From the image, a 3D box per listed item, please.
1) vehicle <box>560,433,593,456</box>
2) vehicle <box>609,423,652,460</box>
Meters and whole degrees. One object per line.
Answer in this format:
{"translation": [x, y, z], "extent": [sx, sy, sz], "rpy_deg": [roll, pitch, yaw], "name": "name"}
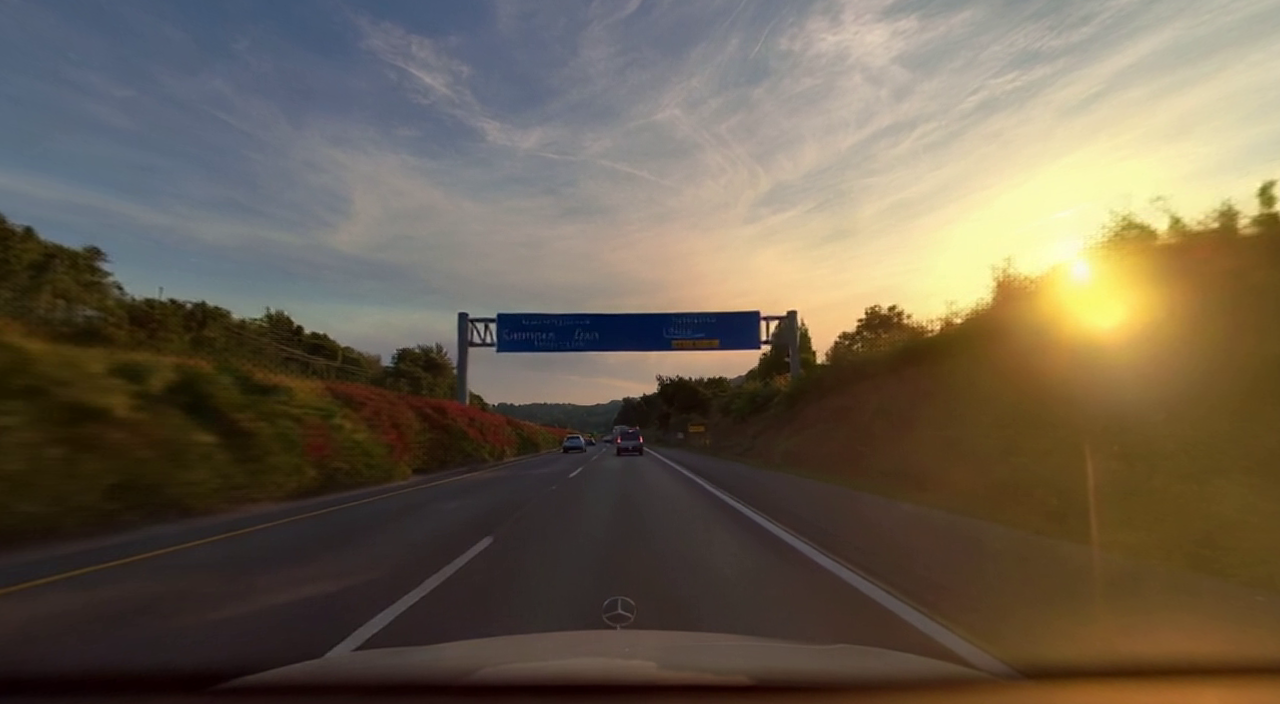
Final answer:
{"translation": [-4.636, 6.802, 46.393], "extent": [2.062, 1.567, 4.117], "rpy_deg": [0, -8, -1], "name": "vehicle"}
{"translation": [-0.545, 5.011, 35.257], "extent": [2.223, 1.957, 4.416], "rpy_deg": [0, -8, -1], "name": "vehicle"}
